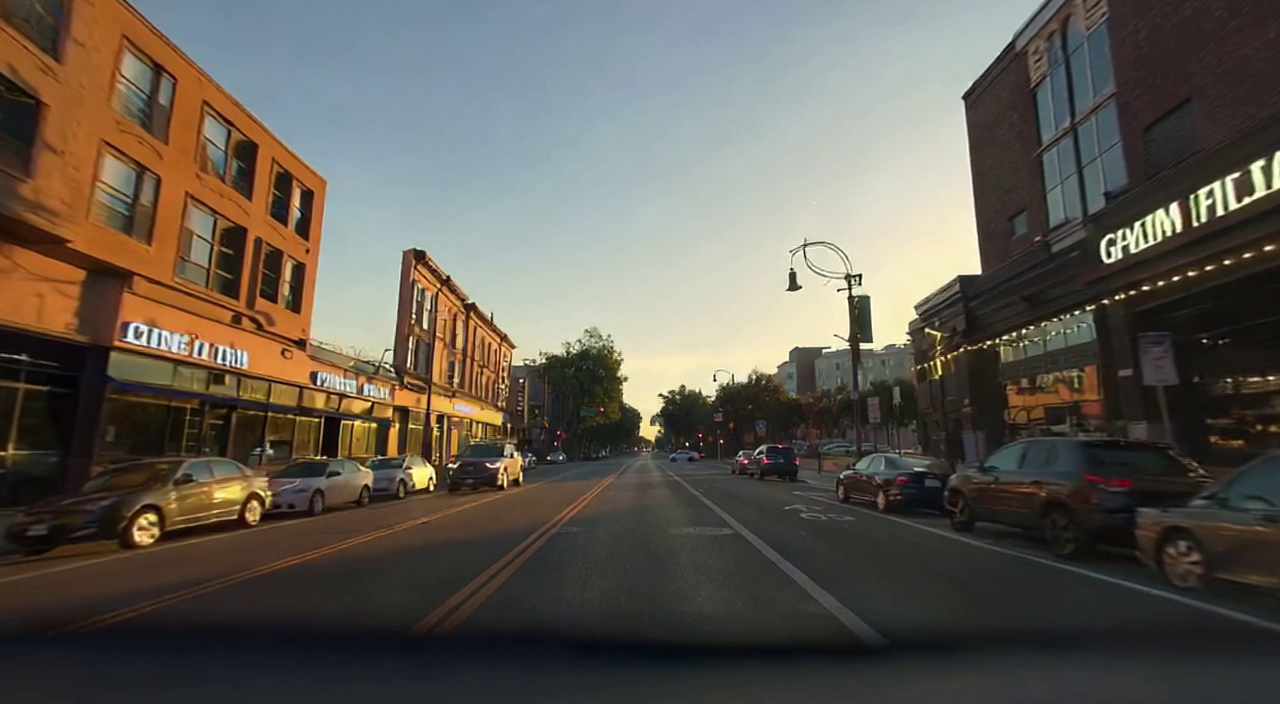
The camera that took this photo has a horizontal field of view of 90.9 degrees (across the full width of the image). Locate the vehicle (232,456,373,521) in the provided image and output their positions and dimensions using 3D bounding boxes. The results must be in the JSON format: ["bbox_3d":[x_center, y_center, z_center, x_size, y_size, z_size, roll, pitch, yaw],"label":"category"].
[{"bbox_3d":[-8.964,3.647,17.138,1.783,1.512,3.678,-1,-11,-1],"label":"vehicle"}]

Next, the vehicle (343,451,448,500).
[{"bbox_3d":[-8.716,4.479,22.972,1.905,1.576,4.566,-1,-11,1],"label":"vehicle"}]

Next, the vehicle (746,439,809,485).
[{"bbox_3d":[6.158,4.958,28.764,1.922,1.871,4.477,0,-8,1],"label":"vehicle"}]

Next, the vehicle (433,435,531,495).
[{"bbox_3d":[-5.569,4.054,23.088,2.203,1.937,5.133,0,-8,1],"label":"vehicle"}]

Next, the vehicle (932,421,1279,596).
[{"bbox_3d":[5.827,1.859,8.415,1.864,1.699,4.317,0,-8,2],"label":"vehicle"}]

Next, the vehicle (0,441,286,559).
[{"bbox_3d":[-8.995,2.721,12.023,1.916,1.738,4.451,-1,-11,-1],"label":"vehicle"}]

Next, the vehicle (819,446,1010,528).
[{"bbox_3d":[5.747,2.842,14.007,2.032,1.466,4.660,0,-8,-2],"label":"vehicle"}]
